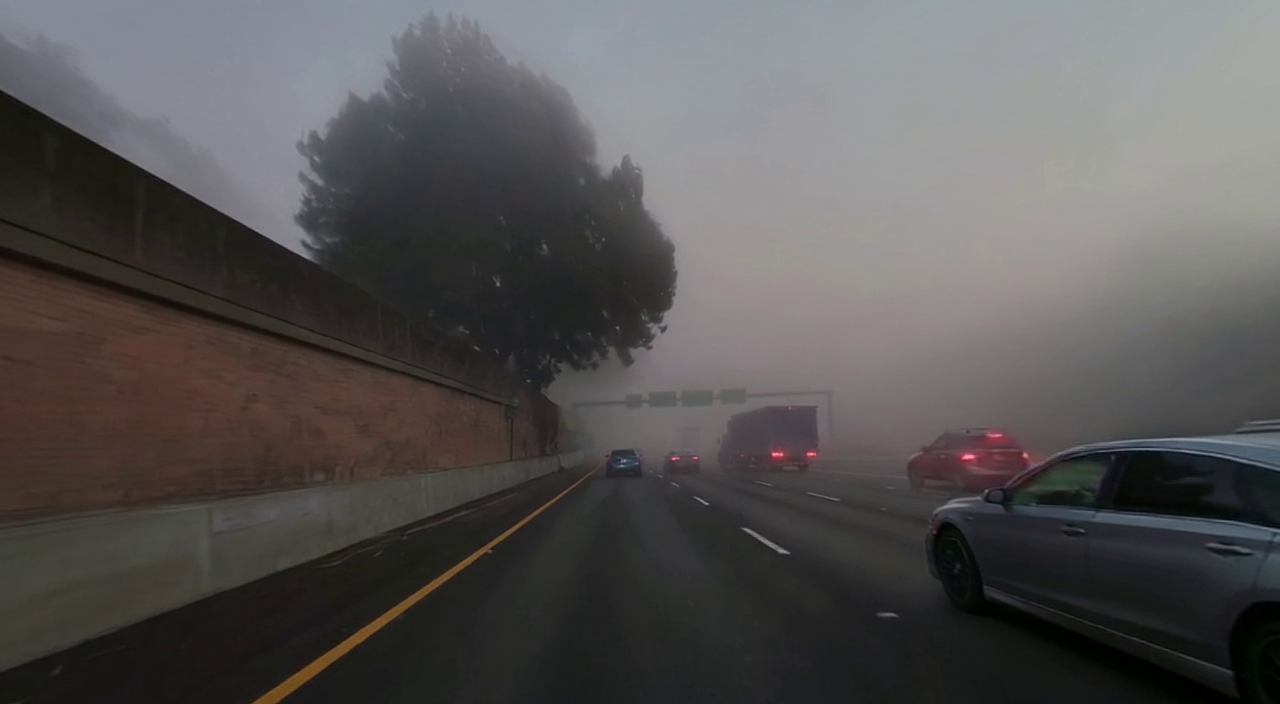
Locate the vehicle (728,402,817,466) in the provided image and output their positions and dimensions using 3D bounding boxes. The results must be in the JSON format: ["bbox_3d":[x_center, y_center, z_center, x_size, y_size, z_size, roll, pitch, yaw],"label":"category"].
[{"bbox_3d":[9.722,6.532,48.989,2.914,4.134,15.553,0,-9,-3],"label":"vehicle"}]

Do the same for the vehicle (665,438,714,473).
[{"bbox_3d":[2.711,5.802,35.567,2.114,1.849,4.692,0,-9,-3],"label":"vehicle"}]

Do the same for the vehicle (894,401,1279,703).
[{"bbox_3d":[3.369,1.121,3.696,1.922,1.465,4.165,0,-9,-2],"label":"vehicle"}]

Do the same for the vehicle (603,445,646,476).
[{"bbox_3d":[-0.806,5.534,32.414,2.083,1.477,3.965,0,-9,-2],"label":"vehicle"}]
